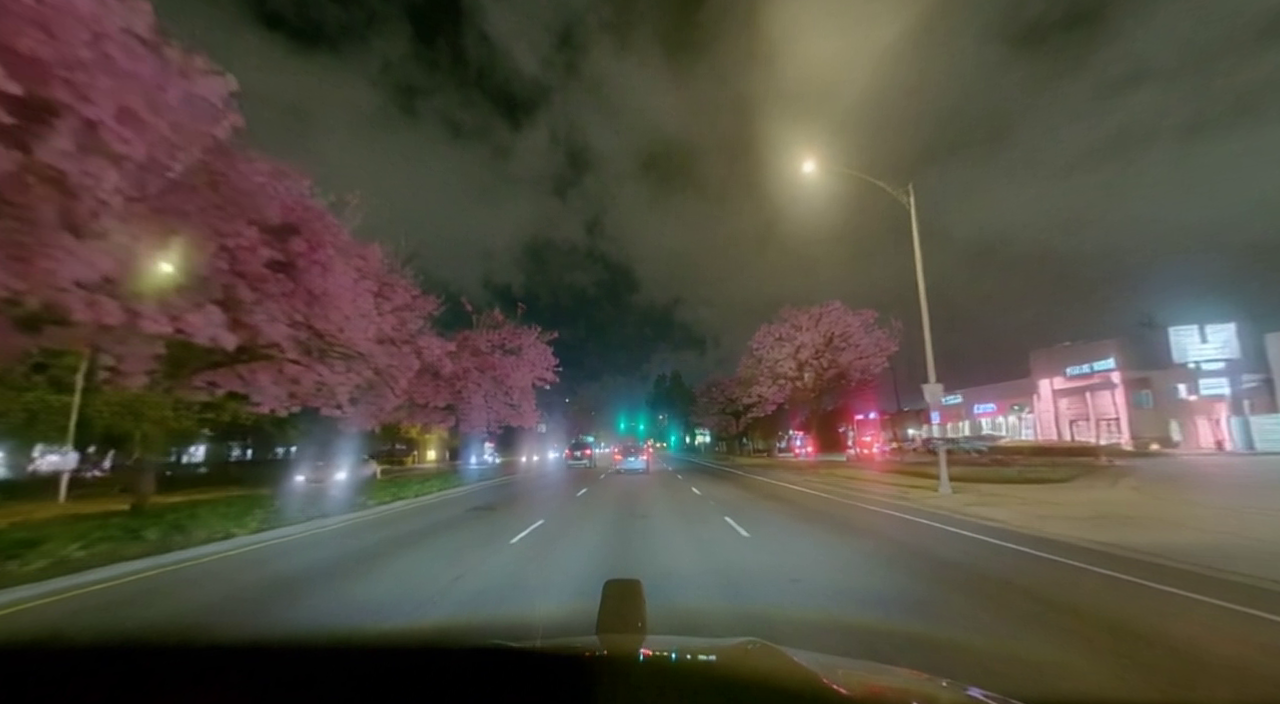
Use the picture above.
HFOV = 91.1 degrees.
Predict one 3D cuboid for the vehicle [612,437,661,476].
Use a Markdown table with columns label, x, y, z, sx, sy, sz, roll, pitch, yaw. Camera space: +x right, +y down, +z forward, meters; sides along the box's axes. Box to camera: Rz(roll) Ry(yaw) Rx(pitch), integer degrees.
| label | x | y | z | sx | sy | sz | roll | pitch | yaw |
| --- | --- | --- | --- | --- | --- | --- | --- | --- | --- |
| vehicle | -0.080 | 4.934 | 29.999 | 2.149 | 1.701 | 4.379 | 0 | -8 | 2 |

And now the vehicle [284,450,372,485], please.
| label | x | y | z | sx | sy | sz | roll | pitch | yaw |
| --- | --- | --- | --- | --- | --- | --- | --- | --- | --- |
| vehicle | -14.666 | 5.426 | 29.804 | 1.838 | 1.458 | 4.336 | 0 | -8 | 1 |

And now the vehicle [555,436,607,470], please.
| label | x | y | z | sx | sy | sz | roll | pitch | yaw |
| --- | --- | --- | --- | --- | --- | --- | --- | --- | --- |
| vehicle | -3.371 | 5.874 | 36.908 | 2.453 | 1.844 | 4.751 | 0 | -8 | 1 |
